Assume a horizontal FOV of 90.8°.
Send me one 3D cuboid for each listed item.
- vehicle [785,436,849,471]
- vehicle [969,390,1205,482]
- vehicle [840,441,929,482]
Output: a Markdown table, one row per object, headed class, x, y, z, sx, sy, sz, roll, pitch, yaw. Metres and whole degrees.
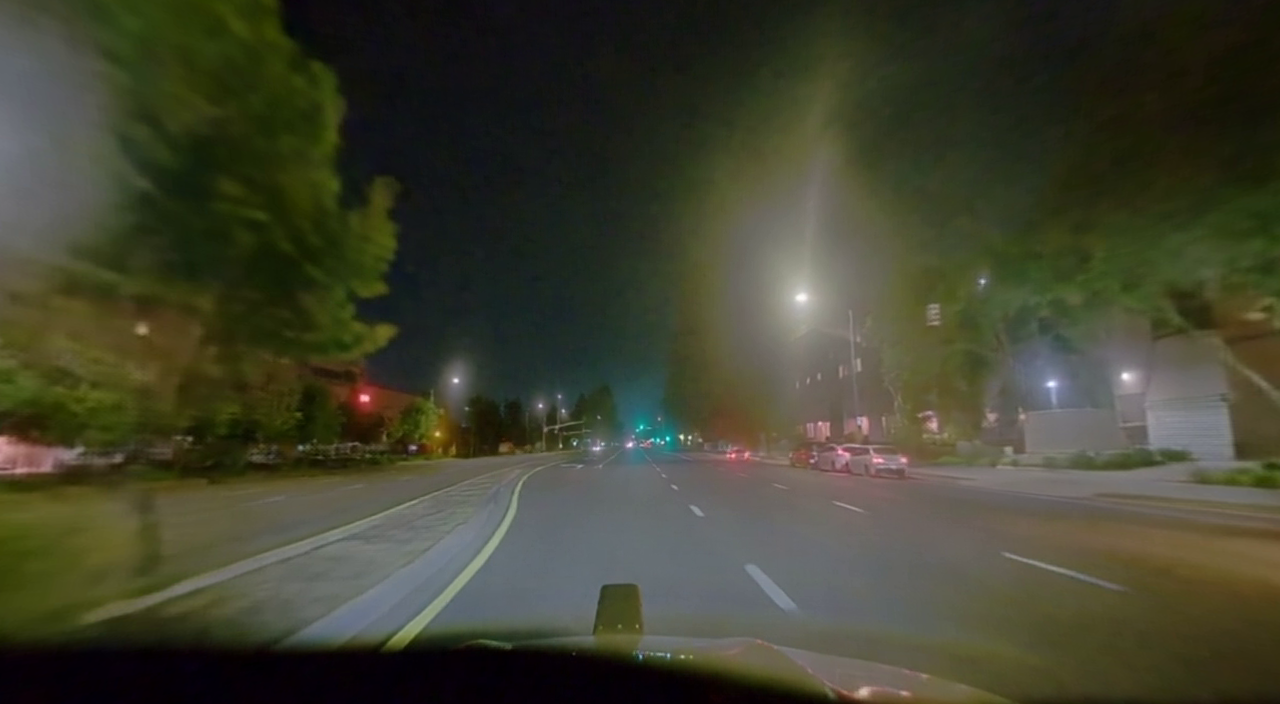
| class | x | y | z | sx | sy | sz | roll | pitch | yaw |
| --- | --- | --- | --- | --- | --- | --- | --- | --- | --- |
| vehicle | 10.031 | 5.796 | 36.299 | 2.092 | 1.848 | 4.879 | 0 | -8 | -2 |
| vehicle | 17.101 | 3.269 | 24.585 | 6.927 | 3.298 | 2.751 | 0 | -8 | 0 |
| vehicle | 10.286 | 4.618 | 26.933 | 1.931 | 1.565 | 4.043 | 1 | -9 | -4 |
